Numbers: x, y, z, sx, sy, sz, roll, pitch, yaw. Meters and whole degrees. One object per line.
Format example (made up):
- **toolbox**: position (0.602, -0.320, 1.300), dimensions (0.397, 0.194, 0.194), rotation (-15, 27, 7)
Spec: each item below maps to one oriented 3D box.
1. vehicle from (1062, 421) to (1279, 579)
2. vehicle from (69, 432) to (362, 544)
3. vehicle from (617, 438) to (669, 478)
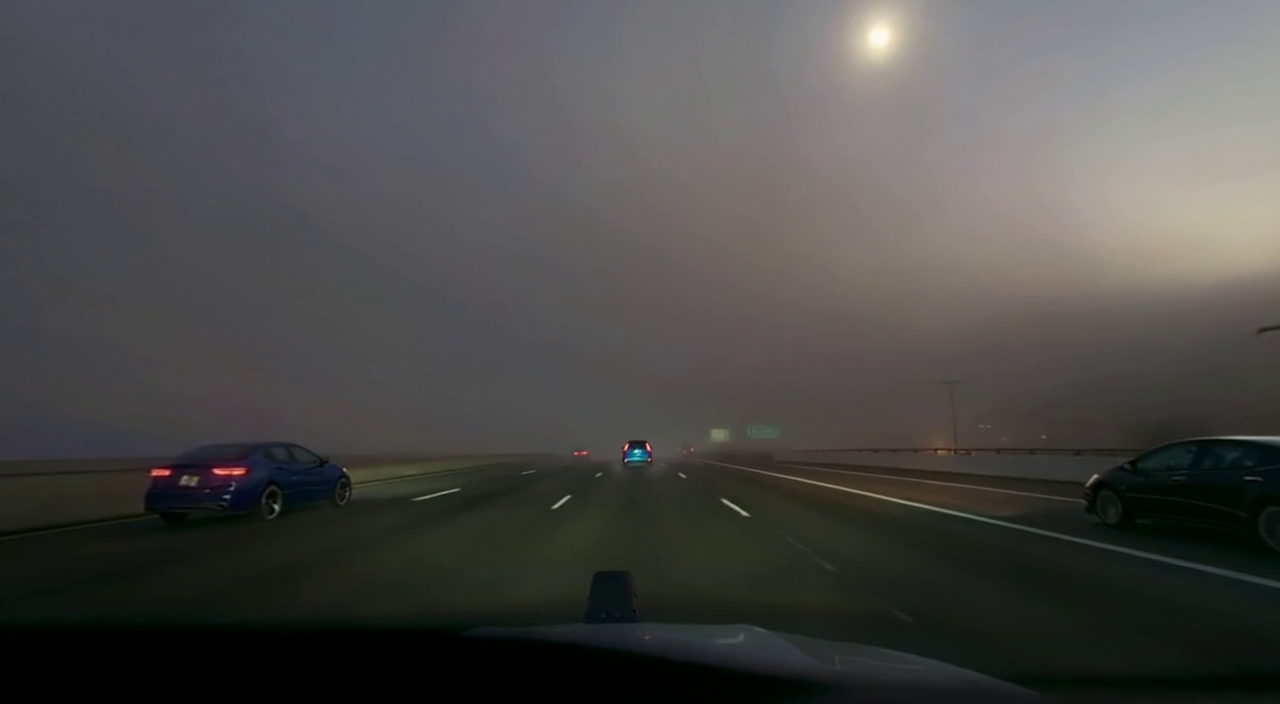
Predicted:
- **vehicle**: position (7.108, 1.514, 6.668), dimensions (1.937, 1.498, 4.710), rotation (0, -8, -1)
- **vehicle**: position (-6.645, 2.137, 10.615), dimensions (1.978, 1.477, 4.239), rotation (0, -8, 0)
- **vehicle**: position (0.108, 4.450, 26.693), dimensions (2.036, 1.542, 3.891), rotation (0, -8, 0)
